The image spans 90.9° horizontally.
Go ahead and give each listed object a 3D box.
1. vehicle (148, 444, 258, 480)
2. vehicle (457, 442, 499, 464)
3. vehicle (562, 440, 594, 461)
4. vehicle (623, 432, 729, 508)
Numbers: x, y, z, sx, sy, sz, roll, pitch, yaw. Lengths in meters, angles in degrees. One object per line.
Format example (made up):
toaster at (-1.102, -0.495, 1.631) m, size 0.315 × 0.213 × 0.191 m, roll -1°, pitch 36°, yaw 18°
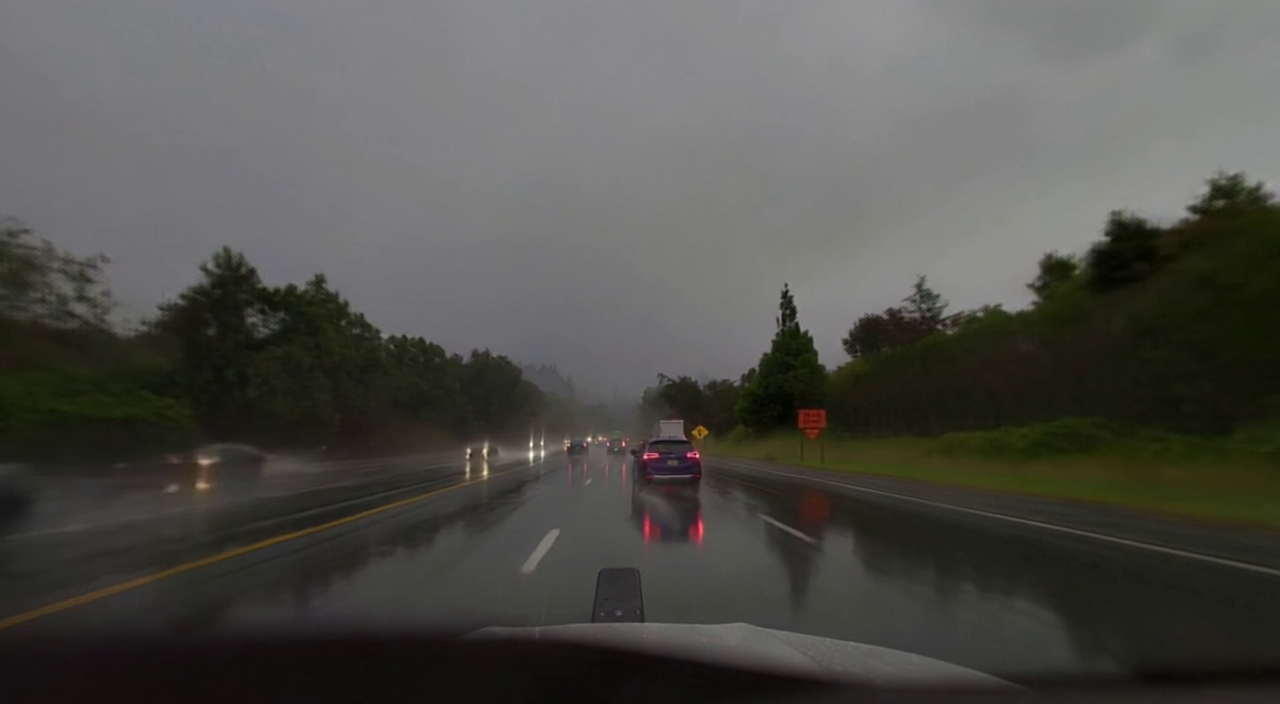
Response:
vehicle at (-19.555, 4.903, 28.477) m, size 1.888 × 1.443 × 4.473 m, roll 0°, pitch -8°, yaw -2°
vehicle at (-12.187, 7.608, 47.678) m, size 2.060 × 1.505 × 4.442 m, roll 0°, pitch -8°, yaw -1°
vehicle at (-4.516, 7.204, 46.484) m, size 2.055 × 1.466 × 4.317 m, roll 0°, pitch -8°, yaw -2°
vehicle at (0.649, 2.671, 14.932) m, size 1.961 × 1.495 × 4.743 m, roll 1°, pitch -8°, yaw -3°
